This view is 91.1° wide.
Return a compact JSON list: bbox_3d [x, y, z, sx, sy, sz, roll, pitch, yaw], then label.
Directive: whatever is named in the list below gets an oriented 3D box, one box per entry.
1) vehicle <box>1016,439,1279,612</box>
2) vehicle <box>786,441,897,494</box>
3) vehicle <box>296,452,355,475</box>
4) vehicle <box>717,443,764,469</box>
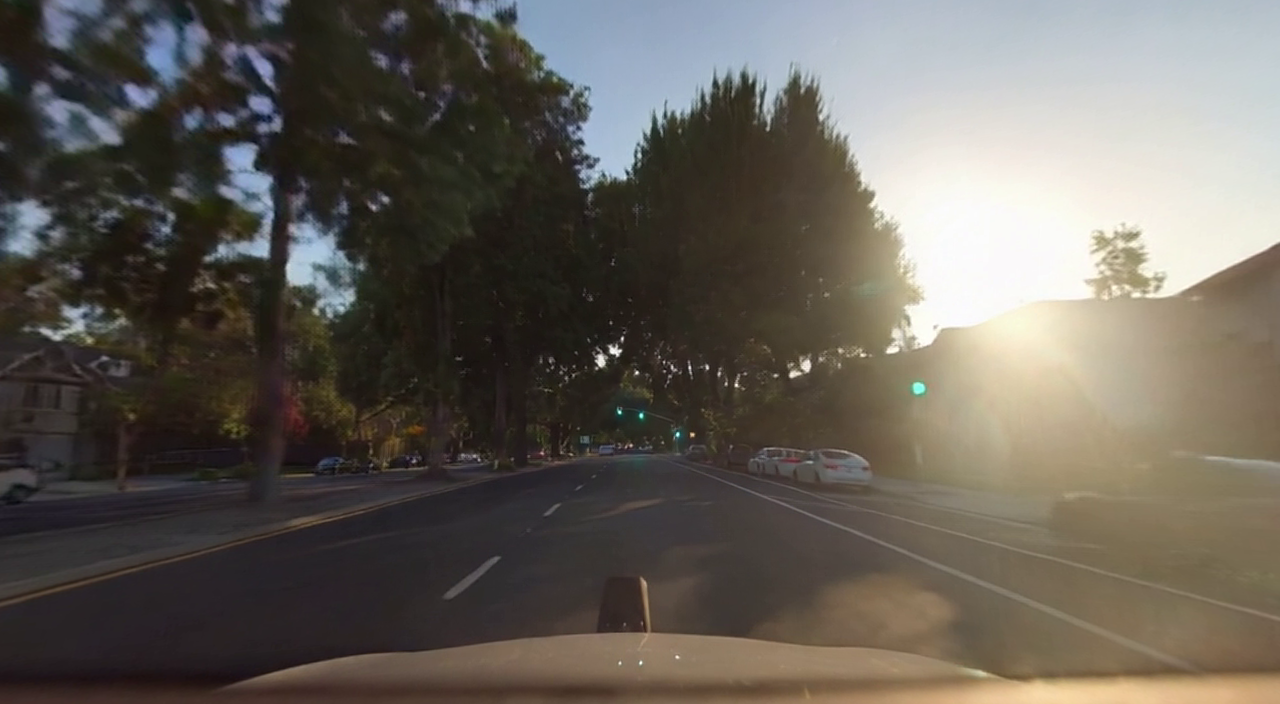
[{"bbox_3d":[6.325,1.676,6.689,1.845,1.446,4.367,0,-9,-1],"label":"vehicle"},{"bbox_3d":[6.338,3.684,20.423,1.922,1.494,4.772,0,-9,-2],"label":"vehicle"},{"bbox_3d":[-22.221,7.848,44.594,1.902,1.478,4.755,0,-9,-2],"label":"vehicle"},{"bbox_3d":[6.158,6.442,39.011,1.945,1.481,4.421,0,-9,-3],"label":"vehicle"}]
